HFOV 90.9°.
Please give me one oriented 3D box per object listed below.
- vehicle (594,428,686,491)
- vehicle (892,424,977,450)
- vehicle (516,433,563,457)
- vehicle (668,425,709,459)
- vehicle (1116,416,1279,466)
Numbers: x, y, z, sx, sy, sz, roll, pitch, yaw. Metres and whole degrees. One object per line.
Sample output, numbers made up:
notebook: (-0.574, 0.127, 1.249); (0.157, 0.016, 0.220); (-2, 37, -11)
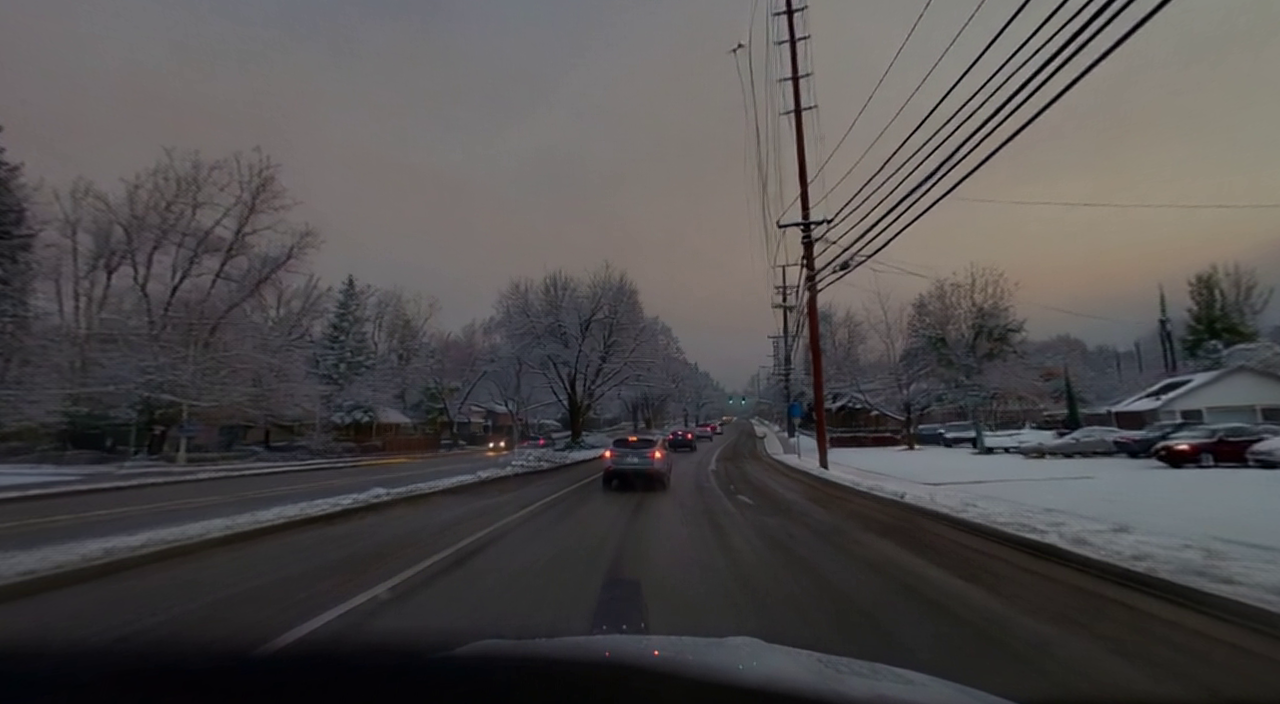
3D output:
vehicle: (0.132, 2.868, 17.117); (2.117, 1.474, 4.036); (-1, -8, 5)
vehicle: (19.913, 5.798, 42.827); (4.739, 1.708, 1.976); (-2, -9, 8)
vehicle: (-6.631, 6.212, 41.964); (1.983, 1.485, 4.159); (-1, -8, 7)
vehicle: (3.051, 5.574, 38.857); (2.158, 1.939, 4.935); (-2, -8, 8)
vehicle: (21.111, 3.323, 23.660); (4.667, 1.647, 2.093); (1, -7, 7)
